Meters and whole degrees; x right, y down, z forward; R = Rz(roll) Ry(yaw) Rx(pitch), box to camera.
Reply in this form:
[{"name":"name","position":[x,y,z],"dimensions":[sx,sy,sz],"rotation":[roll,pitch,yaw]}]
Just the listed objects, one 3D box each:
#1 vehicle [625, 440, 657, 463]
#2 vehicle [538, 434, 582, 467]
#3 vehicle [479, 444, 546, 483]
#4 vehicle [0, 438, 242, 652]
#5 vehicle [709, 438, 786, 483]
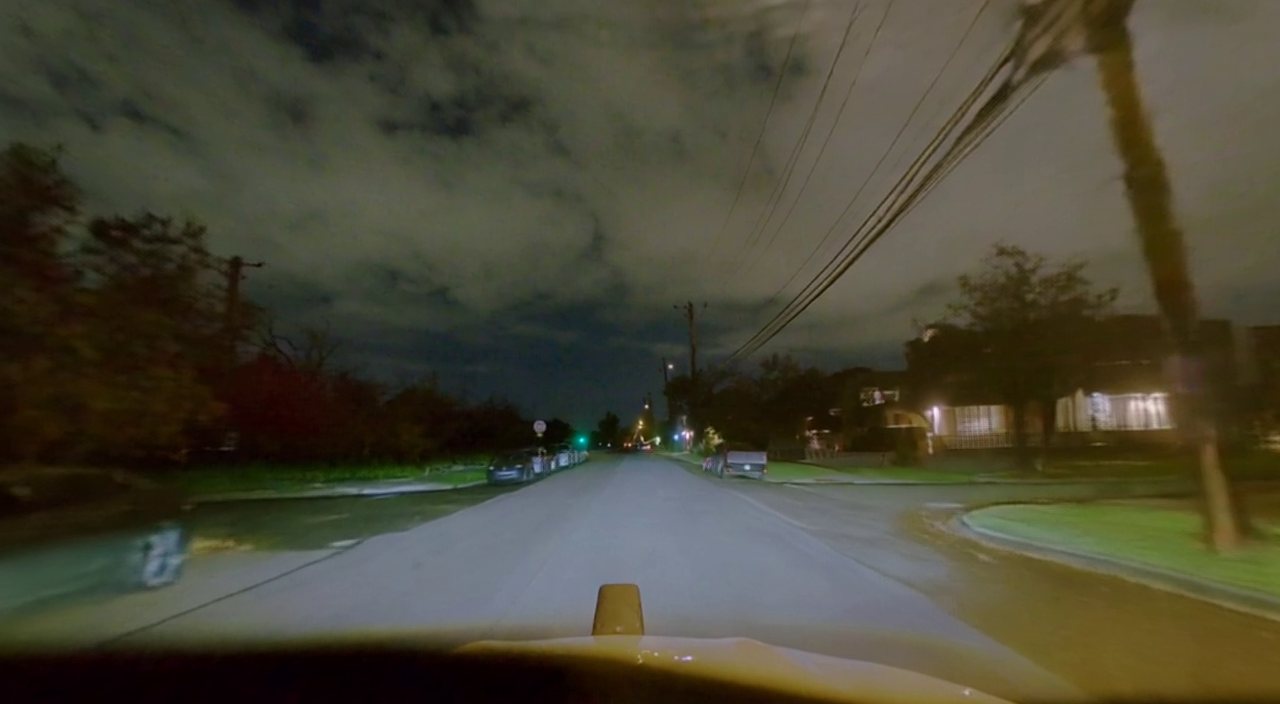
[{"name":"vehicle","position":[0.036,6.965,44.353],"dimensions":[2.062,1.509,4.305],"rotation":[-1,-8,-1]},{"name":"vehicle","position":[-5.839,7.265,46.958],"dimensions":[2.284,2.119,5.984],"rotation":[-4,-7,1]},{"name":"vehicle","position":[-5.996,5.269,30.406],"dimensions":[2.094,1.433,5.740],"rotation":[-4,-7,-2]},{"name":"vehicle","position":[-5.916,1.666,5.479],"dimensions":[1.769,1.572,4.990],"rotation":[-4,-6,0]},{"name":"vehicle","position":[4.096,4.225,24.969],"dimensions":[2.144,1.572,5.026],"rotation":[0,-8,0]}]
